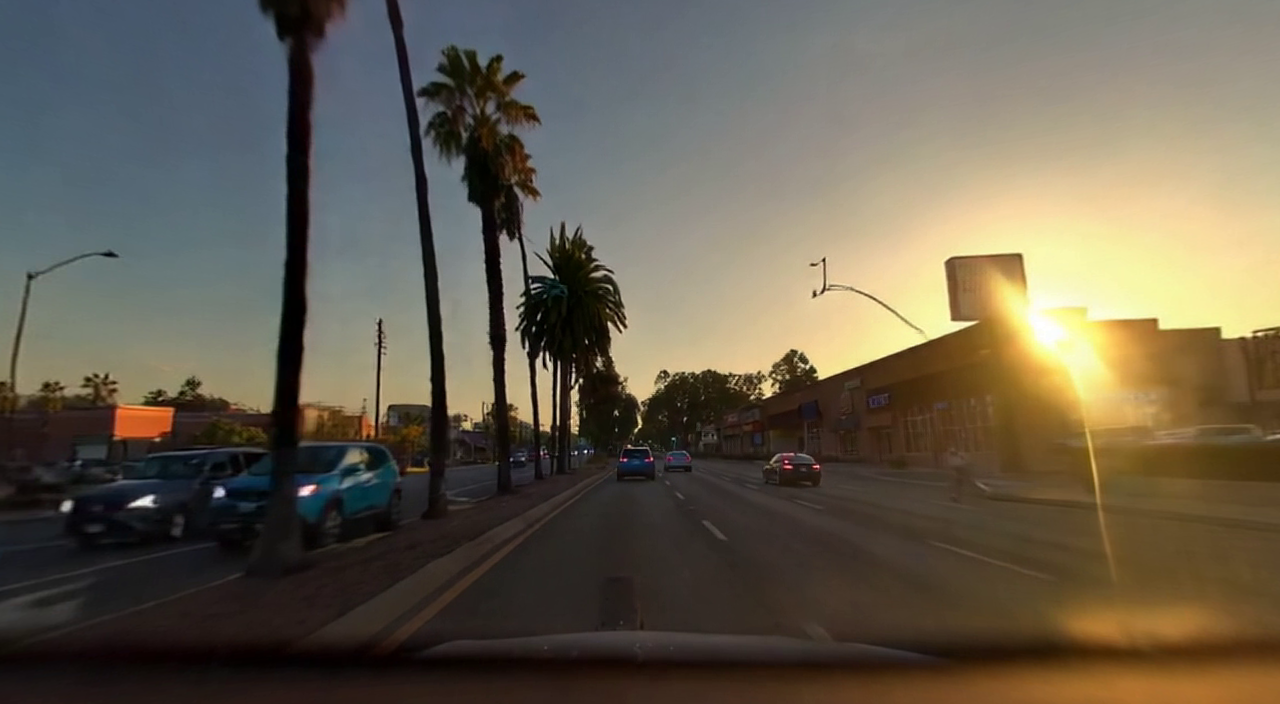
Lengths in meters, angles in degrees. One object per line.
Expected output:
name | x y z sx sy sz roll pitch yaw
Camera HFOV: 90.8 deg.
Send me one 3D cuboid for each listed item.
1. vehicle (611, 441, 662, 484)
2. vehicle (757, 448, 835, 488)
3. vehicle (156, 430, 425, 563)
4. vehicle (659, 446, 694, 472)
vehicle | -0.176 4.948 28.574 2.151 1.787 4.109 0 -9 -1
vehicle | 6.204 4.639 25.699 1.944 1.447 4.309 0 -9 -2
vehicle | -5.361 2.238 10.572 2.016 1.711 4.387 0 -9 -1
vehicle | 2.543 7.540 44.752 2.112 1.710 4.234 0 -9 -2
